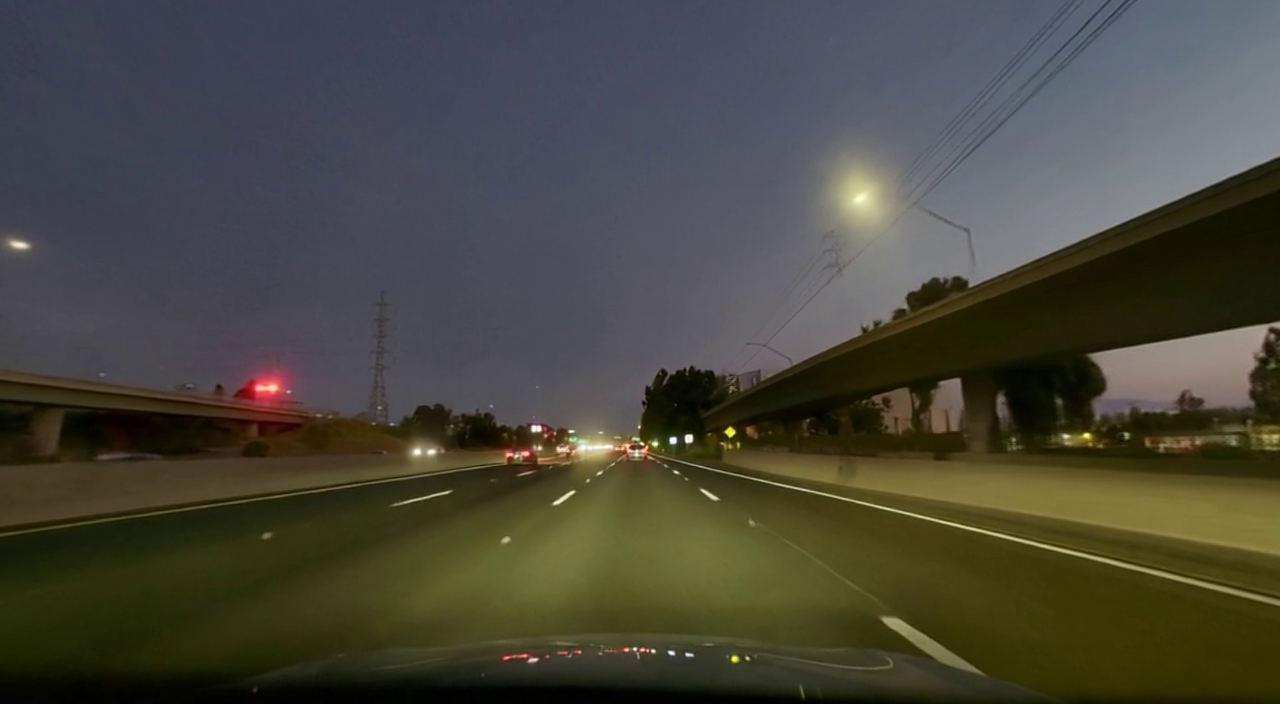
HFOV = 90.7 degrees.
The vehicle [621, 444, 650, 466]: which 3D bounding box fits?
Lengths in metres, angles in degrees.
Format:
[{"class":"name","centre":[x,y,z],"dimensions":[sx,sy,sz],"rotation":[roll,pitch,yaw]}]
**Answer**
[{"class":"vehicle","centre":[-0.369,7.581,46.775],"dimensions":[2.086,1.472,4.168],"rotation":[0,-9,-2]}]

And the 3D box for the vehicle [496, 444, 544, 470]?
[{"class":"vehicle","centre":[-7.198,6.330,38.313],"dimensions":[1.994,1.487,4.605],"rotation":[0,-9,0]}]
